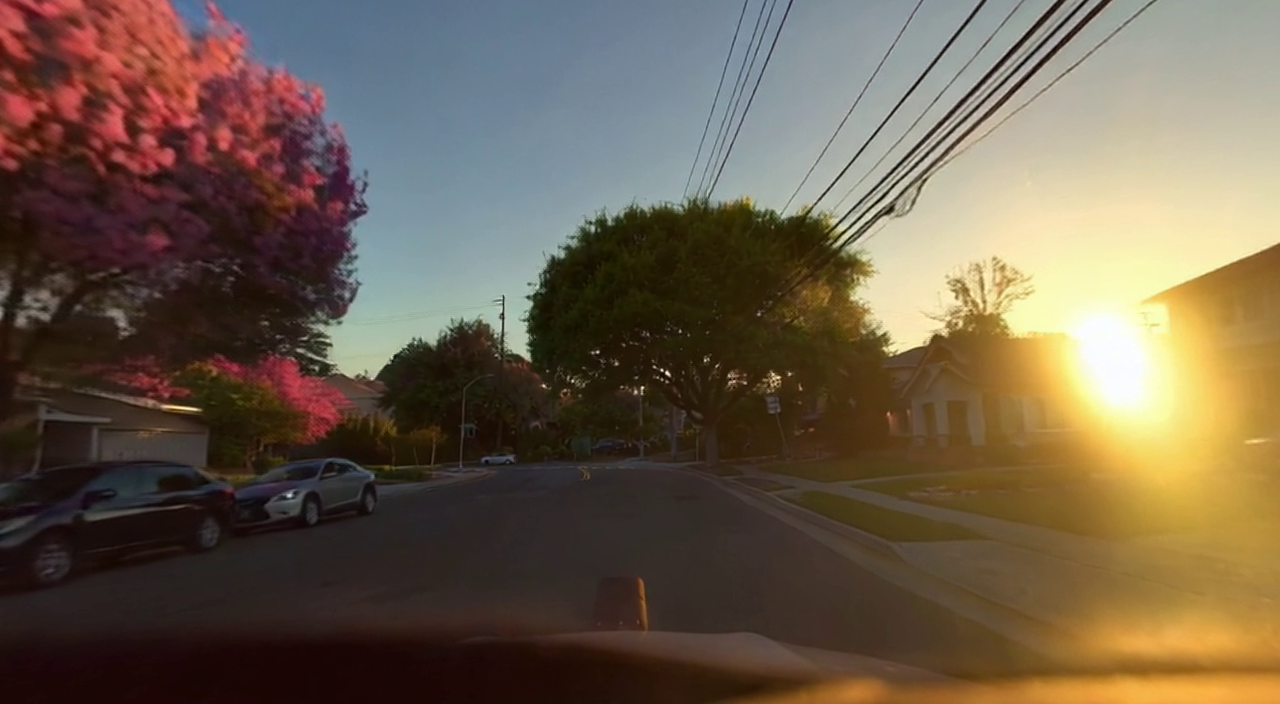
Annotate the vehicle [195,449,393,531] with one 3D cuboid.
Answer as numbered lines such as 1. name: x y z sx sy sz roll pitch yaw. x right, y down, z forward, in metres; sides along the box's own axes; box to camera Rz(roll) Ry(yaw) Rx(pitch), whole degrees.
1. vehicle: -7.288 2.908 13.931 1.896 1.484 4.298 0 -9 0

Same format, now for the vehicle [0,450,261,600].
1. vehicle: -7.529 2.087 8.459 2.034 1.493 4.524 0 -9 1
